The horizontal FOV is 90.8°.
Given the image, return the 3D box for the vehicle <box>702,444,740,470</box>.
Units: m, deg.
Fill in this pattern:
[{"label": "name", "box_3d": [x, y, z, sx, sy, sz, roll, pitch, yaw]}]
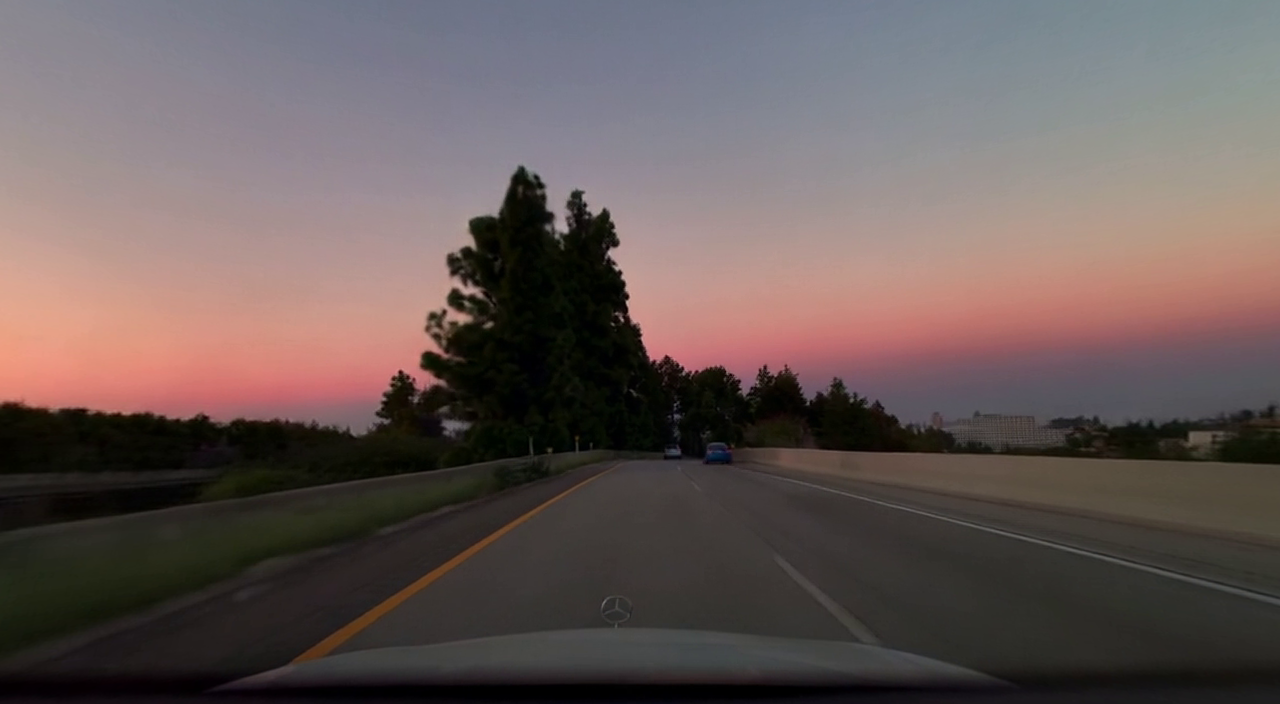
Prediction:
[{"label": "vehicle", "box_3d": [5.069, 6.599, 39.976, 2.030, 1.526, 4.165, 0, -8, 2]}]
